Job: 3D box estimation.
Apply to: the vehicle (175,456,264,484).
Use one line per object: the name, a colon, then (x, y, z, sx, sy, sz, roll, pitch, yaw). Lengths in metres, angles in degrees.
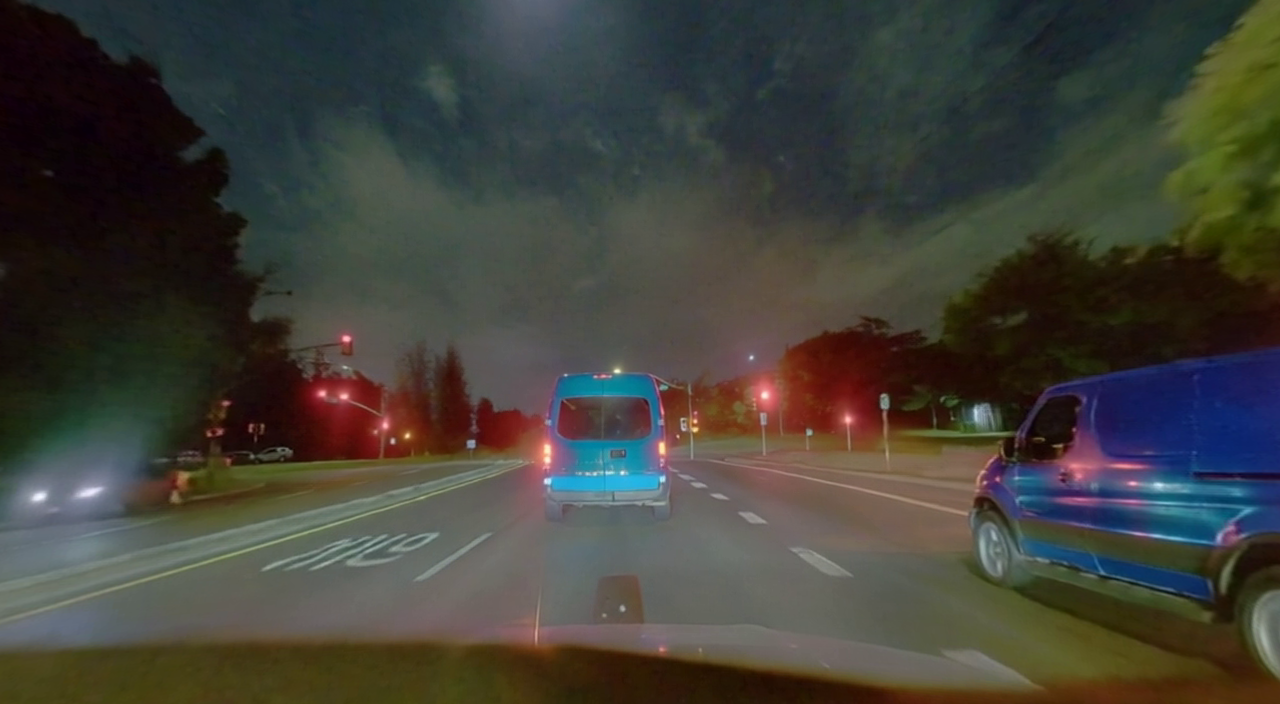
vehicle: (-28.664, 8.029, 43.126, 4.857, 1.729, 2.029, -1, -9, 9)

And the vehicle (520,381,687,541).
vehicle: (-0.422, 1.719, 10.357, 2.145, 2.046, 4.309, 0, -9, 1)

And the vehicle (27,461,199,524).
vehicle: (-15.121, 3.994, 18.503, 1.833, 1.504, 4.141, 1, -9, -8)

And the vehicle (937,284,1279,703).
vehicle: (3.682, 0.806, 3.612, 1.988, 1.873, 3.968, 0, -9, 0)
